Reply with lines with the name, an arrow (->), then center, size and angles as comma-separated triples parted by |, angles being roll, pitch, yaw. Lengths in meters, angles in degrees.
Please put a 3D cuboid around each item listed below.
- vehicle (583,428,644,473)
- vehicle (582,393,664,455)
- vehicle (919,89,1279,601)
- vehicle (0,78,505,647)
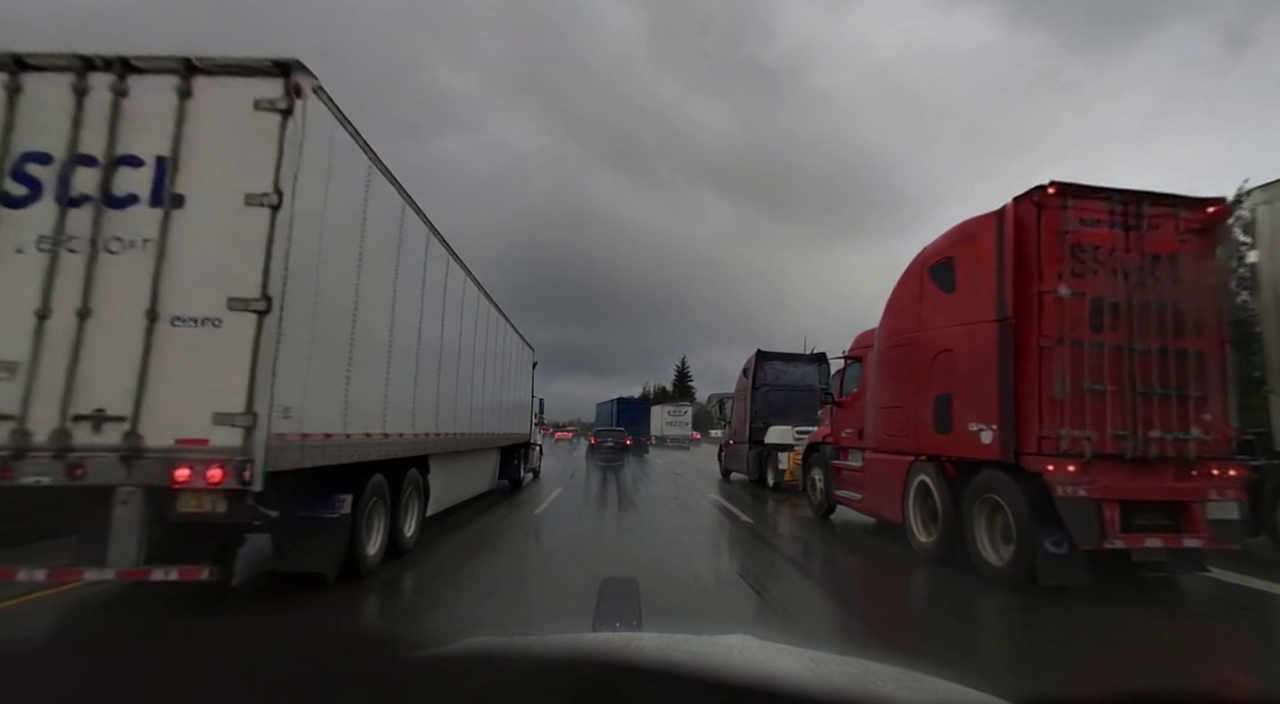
vehicle -> -1.106, 3.736, 24.112 | 2.060, 1.540, 4.374 | 1, -8, -6
vehicle -> -1.732, 5.707, 48.821 | 2.899, 4.112, 13.912 | 2, -8, -16
vehicle -> 7.807, -0.435, 2.448 | 2.820, 4.084, 13.786 | 3, -8, -24
vehicle -> -3.965, 0.545, 8.540 | 2.822, 3.788, 8.799 | 0, -8, -4
